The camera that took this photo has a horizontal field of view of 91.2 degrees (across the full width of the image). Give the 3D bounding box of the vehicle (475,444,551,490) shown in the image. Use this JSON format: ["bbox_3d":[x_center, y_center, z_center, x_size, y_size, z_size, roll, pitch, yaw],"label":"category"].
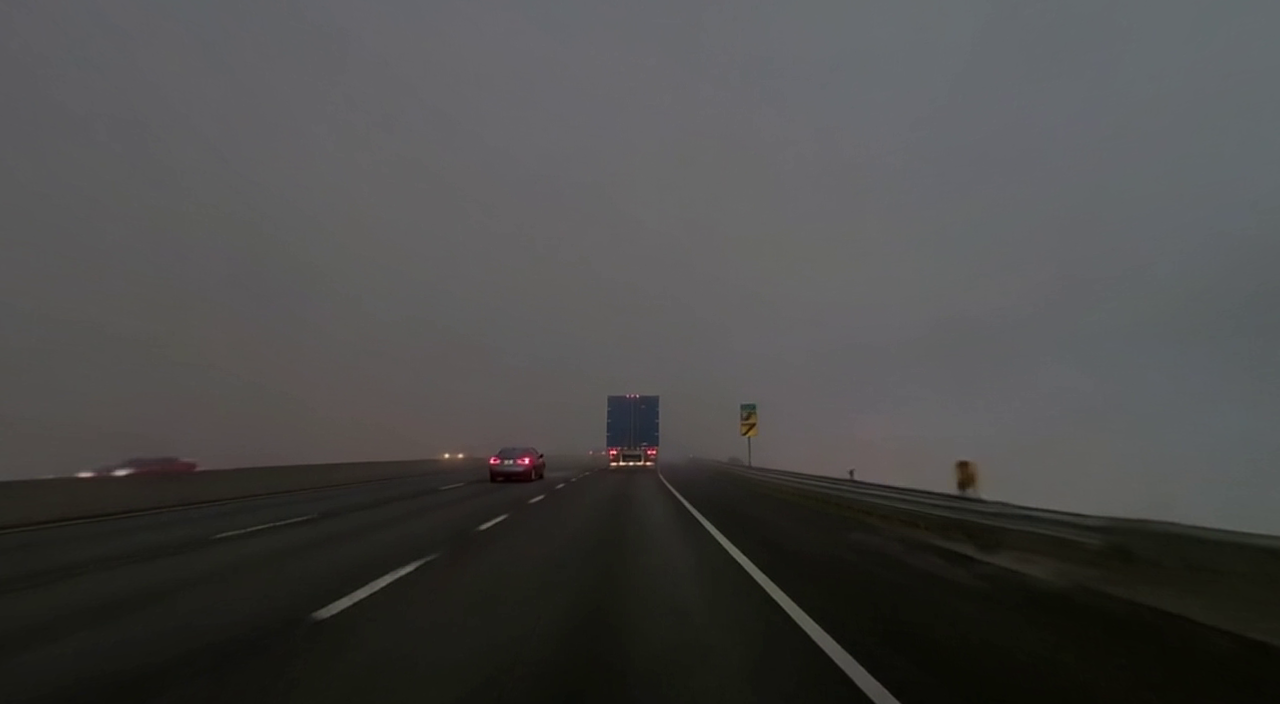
[{"bbox_3d":[-4.474,4.099,22.614,1.895,1.500,3.808,0,-9,1],"label":"vehicle"}]

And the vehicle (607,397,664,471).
[{"bbox_3d":[-0.224,5.363,40.017,3.123,4.094,10.812,0,-9,0],"label":"vehicle"}]

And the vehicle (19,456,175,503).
[{"bbox_3d":[-21.519,5.028,25.163,1.933,1.646,4.718,-1,-9,1],"label":"vehicle"}]
